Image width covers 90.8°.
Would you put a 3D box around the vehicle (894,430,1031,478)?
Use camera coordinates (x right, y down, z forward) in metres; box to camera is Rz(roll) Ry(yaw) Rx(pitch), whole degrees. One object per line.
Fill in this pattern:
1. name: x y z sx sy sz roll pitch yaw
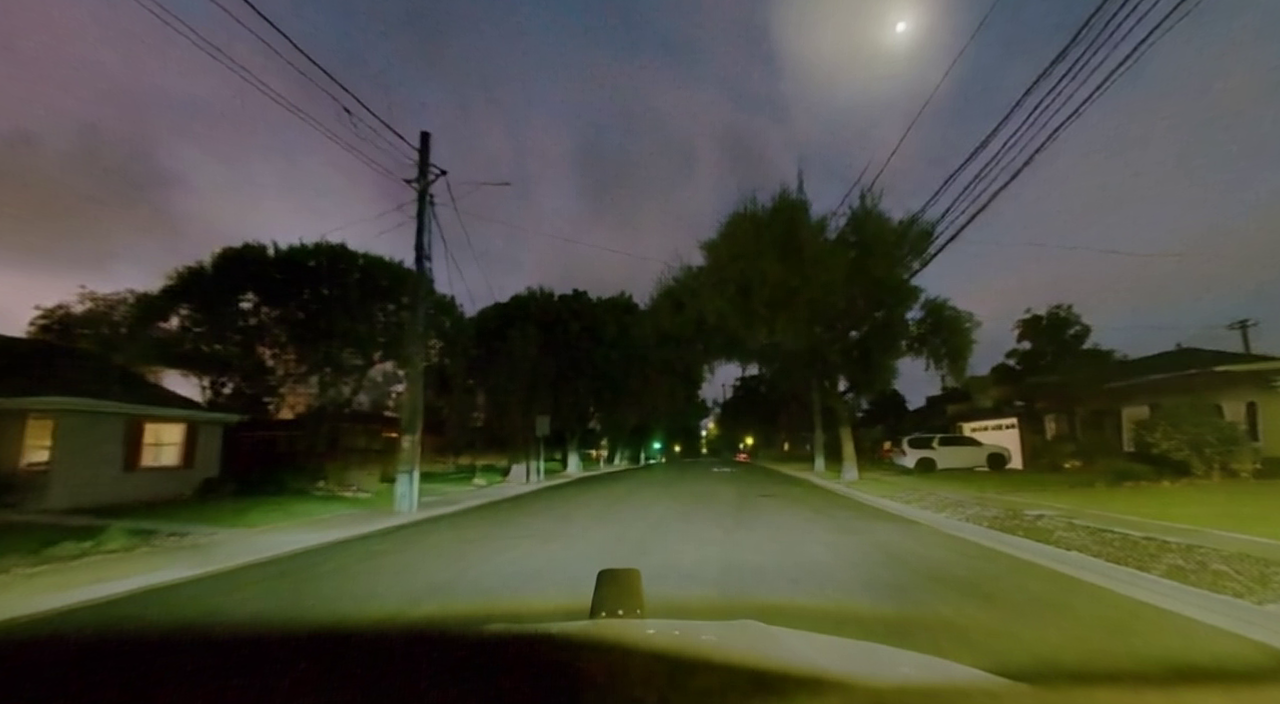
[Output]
1. vehicle: 13.548 4.319 26.811 4.555 1.803 2.151 -2 -9 4
